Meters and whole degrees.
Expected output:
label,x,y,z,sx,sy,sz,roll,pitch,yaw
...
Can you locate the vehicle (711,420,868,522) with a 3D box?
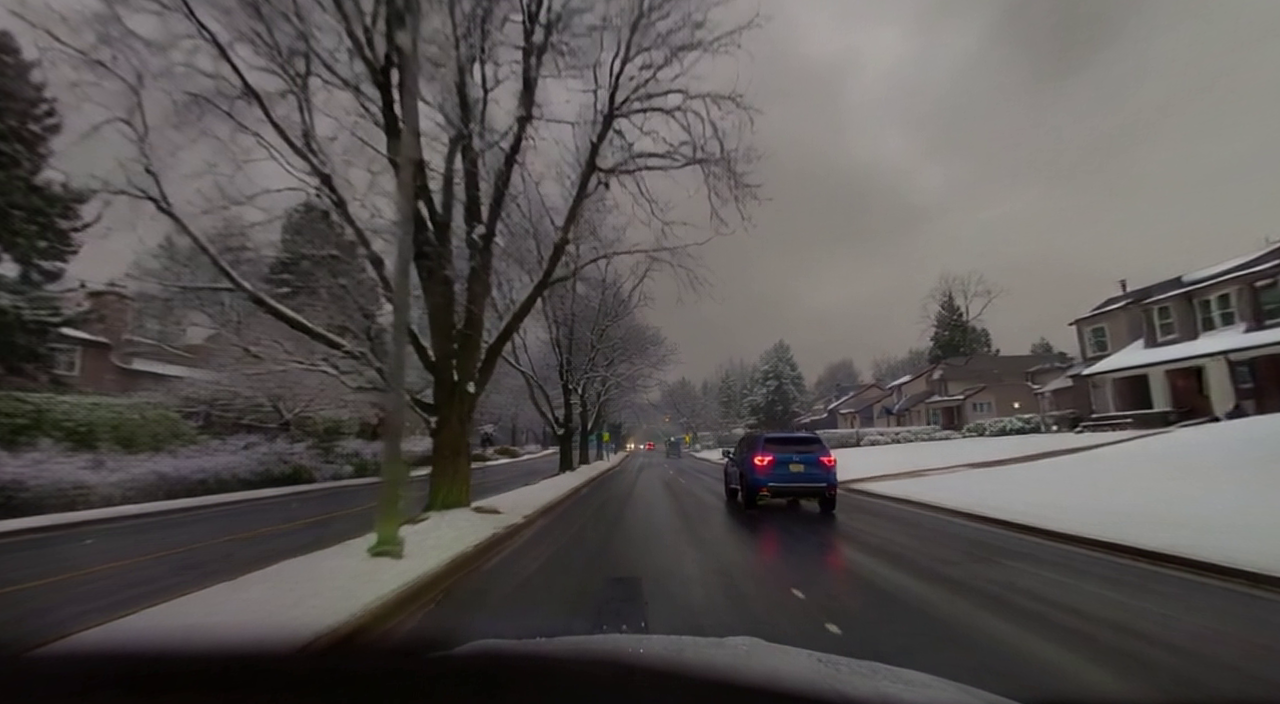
label,x,y,z,sx,sy,sz,roll,pitch,yaw
vehicle,2.912,2.462,13.534,2.180,1.773,4.639,0,-9,-1
